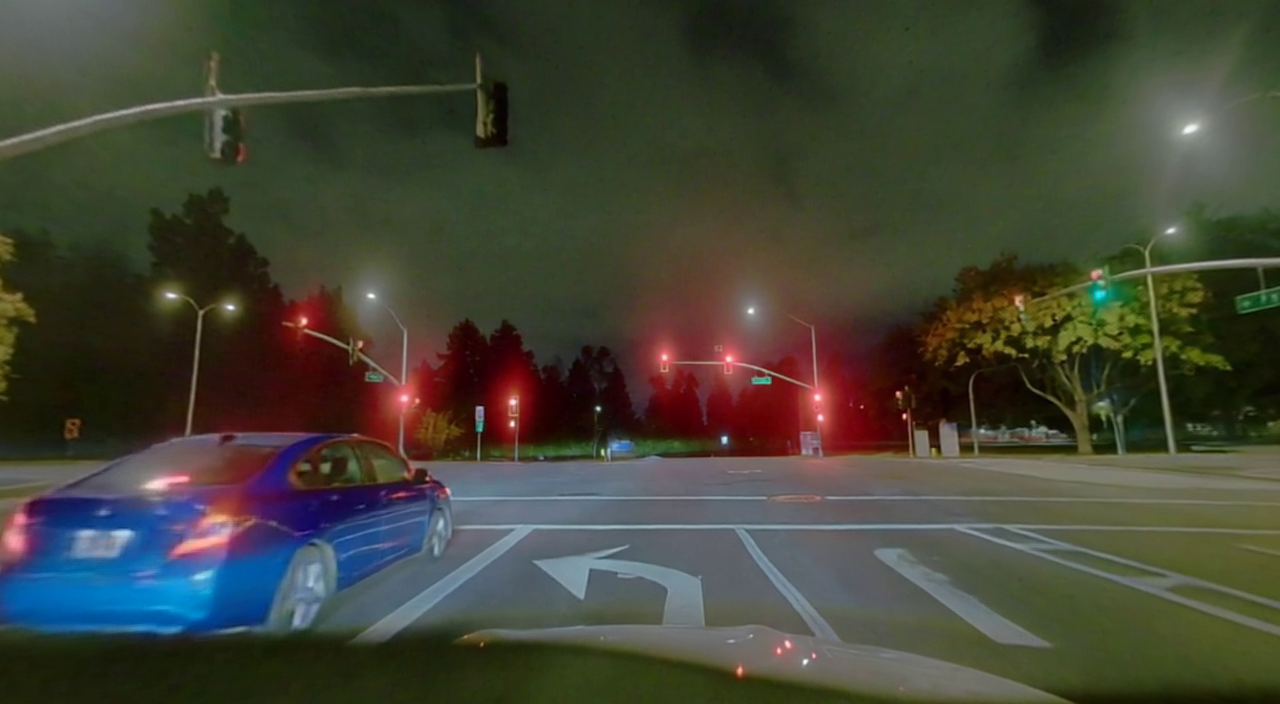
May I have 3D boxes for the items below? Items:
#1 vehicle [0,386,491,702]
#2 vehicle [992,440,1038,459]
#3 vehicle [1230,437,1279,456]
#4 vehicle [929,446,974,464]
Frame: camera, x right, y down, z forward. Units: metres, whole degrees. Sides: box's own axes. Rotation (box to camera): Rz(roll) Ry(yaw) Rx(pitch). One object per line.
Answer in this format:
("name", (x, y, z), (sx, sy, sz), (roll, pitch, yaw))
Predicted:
("vehicle", (-2.899, 1.264, 5.316), (2.055, 1.573, 4.065), (-1, -8, 4))
("vehicle", (29.715, 7.753, 49.999), (1.662, 1.440, 3.583), (-1, -8, 6))
("vehicle", (48.120, 7.330, 48.840), (1.574, 1.369, 3.611), (-1, -7, 6))
("vehicle", (24.380, 8.046, 49.431), (1.633, 1.324, 3.449), (1, -8, -2))
